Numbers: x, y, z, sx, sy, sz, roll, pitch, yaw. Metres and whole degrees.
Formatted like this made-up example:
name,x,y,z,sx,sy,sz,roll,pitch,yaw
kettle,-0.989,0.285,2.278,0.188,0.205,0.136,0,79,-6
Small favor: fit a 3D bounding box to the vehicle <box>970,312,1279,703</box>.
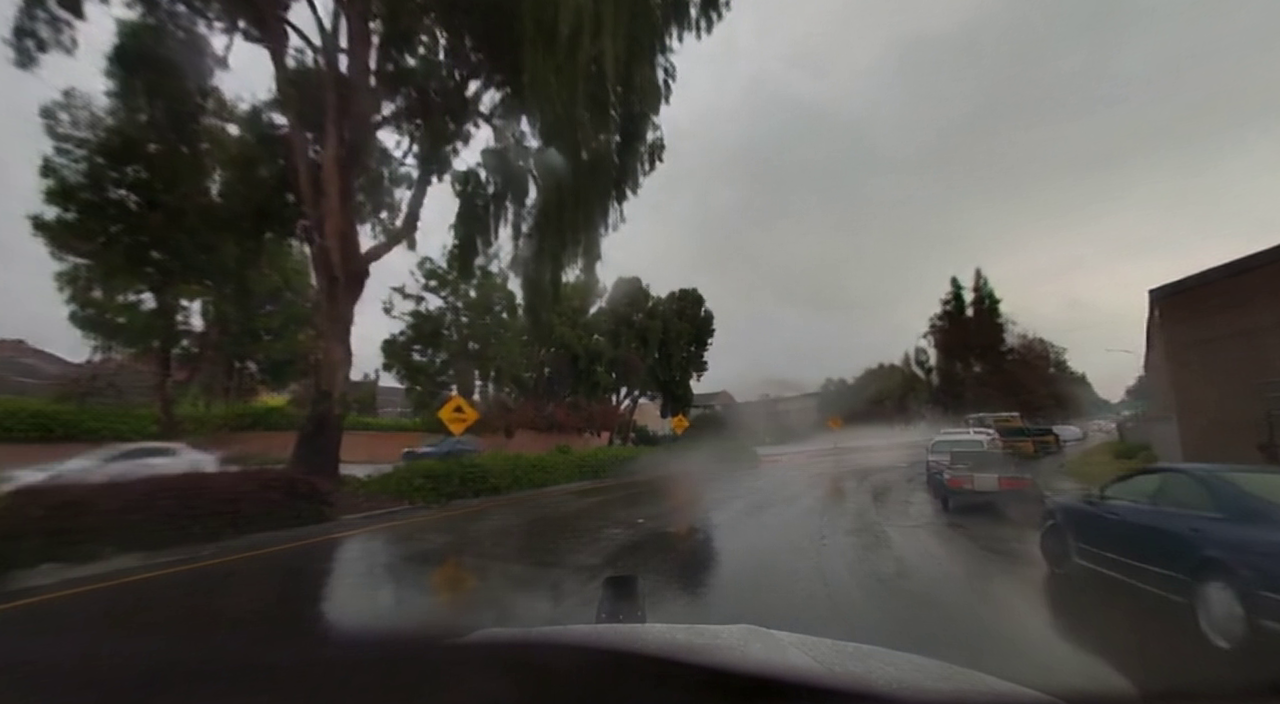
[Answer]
name,x,y,z,sx,sy,sz,roll,pitch,yaw
vehicle,4.466,1.035,4.948,2.081,1.866,4.648,-2,-9,12
